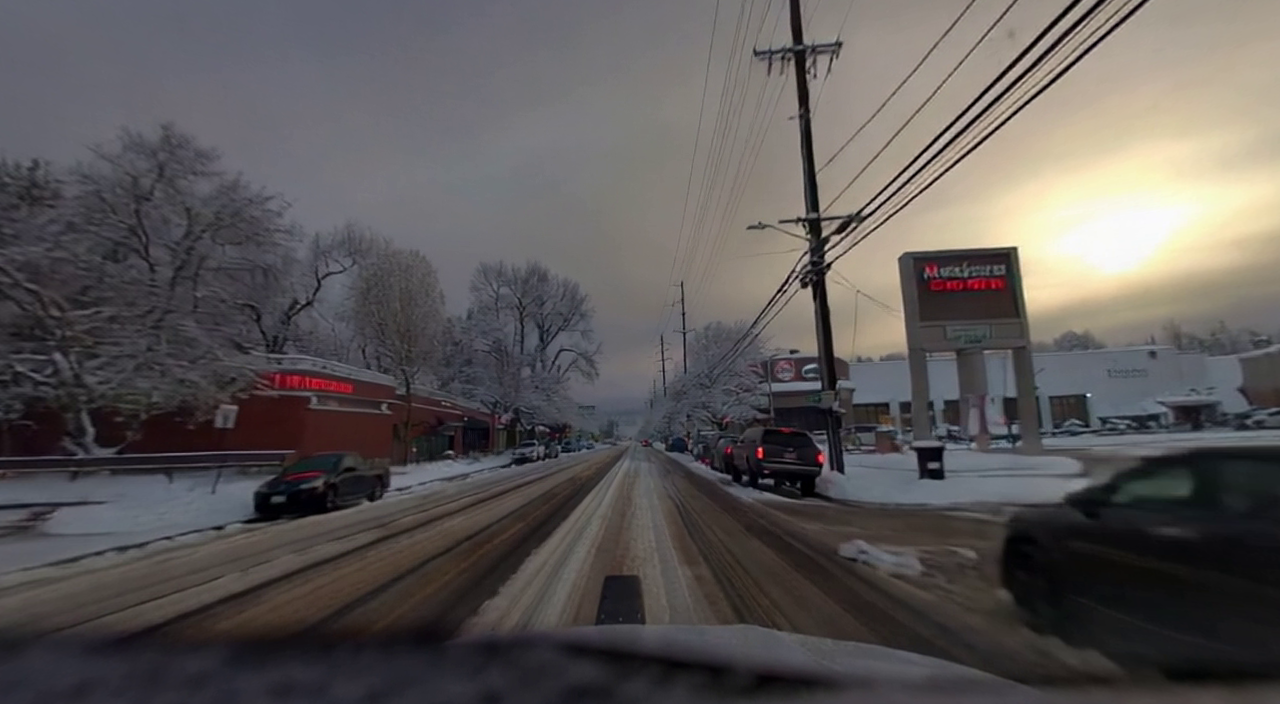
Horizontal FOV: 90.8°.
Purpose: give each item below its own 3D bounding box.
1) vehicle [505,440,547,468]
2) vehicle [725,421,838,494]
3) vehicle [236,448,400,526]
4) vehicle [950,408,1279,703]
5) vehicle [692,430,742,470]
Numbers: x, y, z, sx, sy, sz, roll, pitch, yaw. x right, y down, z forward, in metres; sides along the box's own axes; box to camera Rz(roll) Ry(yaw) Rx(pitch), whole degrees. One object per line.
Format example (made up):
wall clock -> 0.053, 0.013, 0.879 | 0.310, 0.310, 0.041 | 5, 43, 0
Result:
vehicle -> -7.823, 6.996, 43.649 | 1.992, 1.676, 4.429 | -4, -8, 0
vehicle -> 4.035, 3.108, 18.988 | 2.080, 1.893, 4.699 | 0, -8, -3
vehicle -> -7.758, 3.224, 15.764 | 1.872, 1.455, 4.350 | -4, -8, -1
vehicle -> 3.667, 1.047, 3.032 | 1.990, 1.521, 4.693 | -1, -8, 0
vehicle -> 3.961, 5.129, 33.317 | 2.011, 1.902, 4.763 | -1, -8, 0
